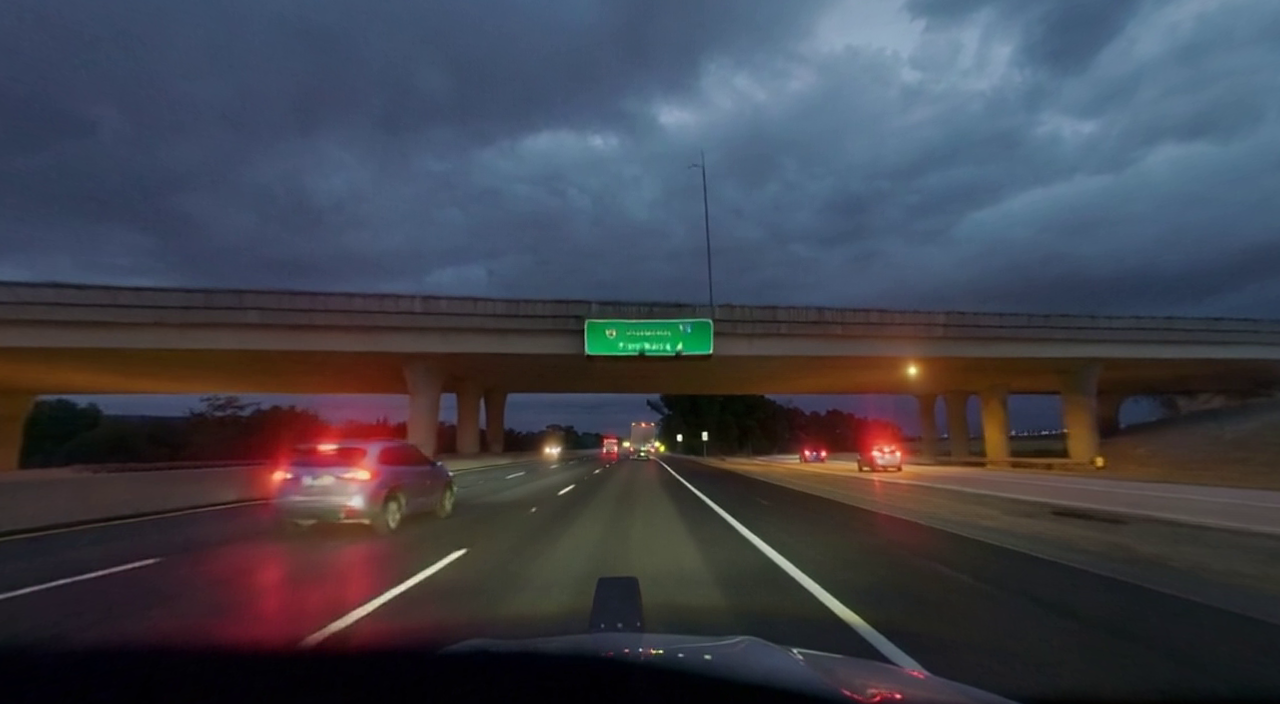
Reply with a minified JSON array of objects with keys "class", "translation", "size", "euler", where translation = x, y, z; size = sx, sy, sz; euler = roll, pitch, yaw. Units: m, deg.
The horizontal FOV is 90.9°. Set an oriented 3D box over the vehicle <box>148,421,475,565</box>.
[{"class":"vehicle","translation":[-4.367,1.986,9.675],"size":[2.235,1.593,5.077],"euler":[0,-9,1]}]
